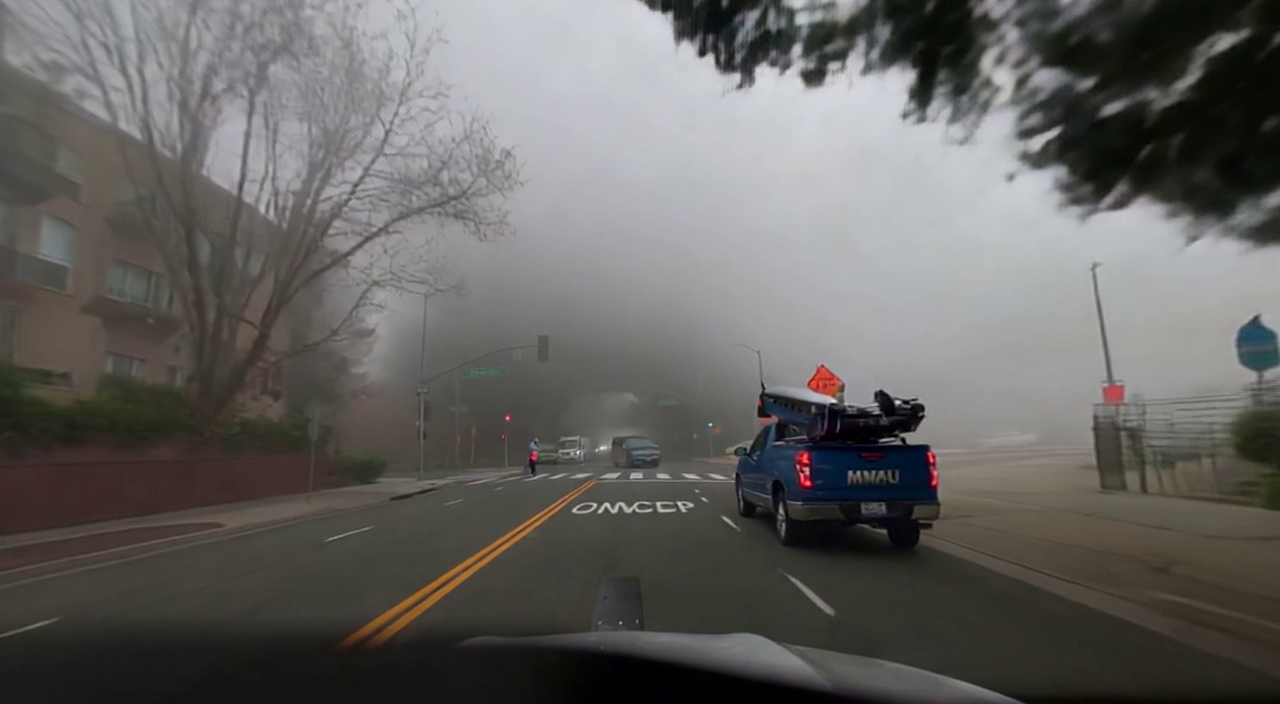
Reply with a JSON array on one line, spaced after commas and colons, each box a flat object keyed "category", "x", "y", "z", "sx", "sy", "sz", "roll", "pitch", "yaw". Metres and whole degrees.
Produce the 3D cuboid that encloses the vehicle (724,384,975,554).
[{"category": "vehicle", "x": 2.869, "y": 1.811, "z": 10.371, "sx": 2.177, "sy": 2.015, "sz": 5.463, "roll": 0, "pitch": -9, "yaw": -1}]
